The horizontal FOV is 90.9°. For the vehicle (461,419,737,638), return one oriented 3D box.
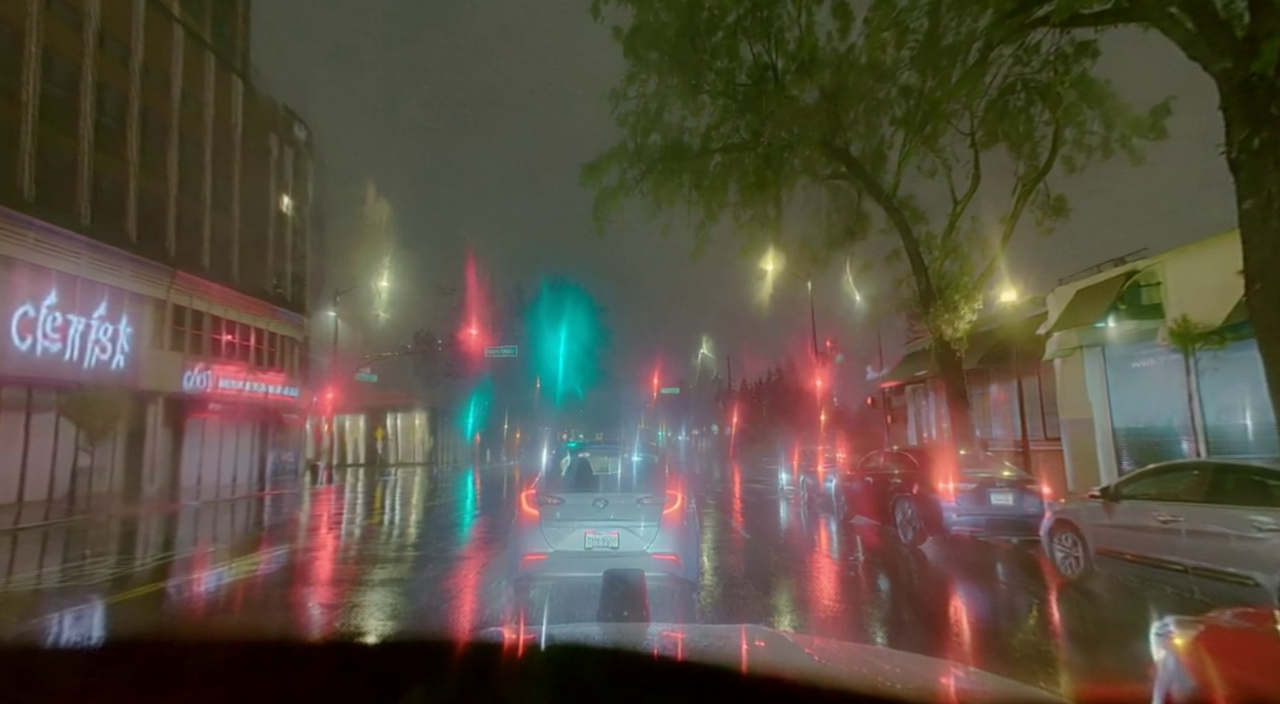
[{"bbox_3d":[-0.283,1.494,6.257,1.888,1.489,3.703,0,-8,0],"label":"vehicle"}]

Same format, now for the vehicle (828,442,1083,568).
[{"bbox_3d":[4.538,2.210,10.048,1.912,1.505,4.618,-1,-8,4],"label":"vehicle"}]

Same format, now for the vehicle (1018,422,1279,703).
[{"bbox_3d":[3.177,0.828,1.110,2.006,1.496,4.767,0,-9,-1],"label":"vehicle"}]
